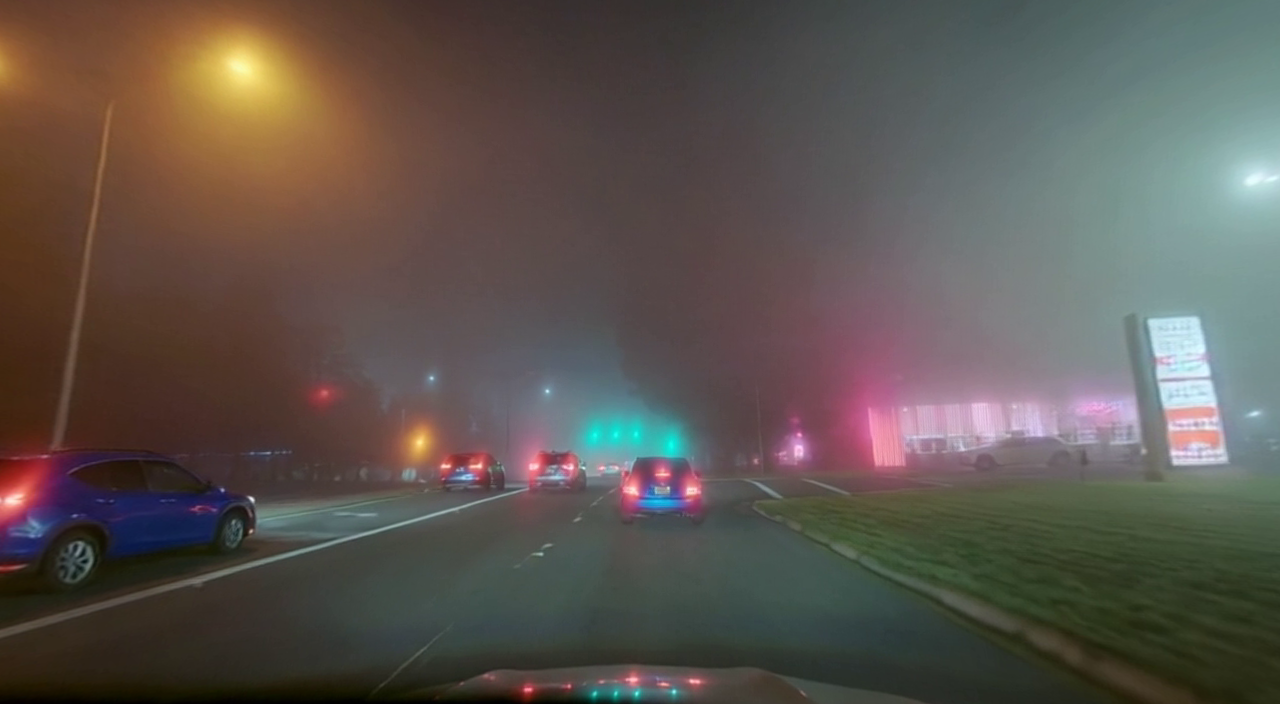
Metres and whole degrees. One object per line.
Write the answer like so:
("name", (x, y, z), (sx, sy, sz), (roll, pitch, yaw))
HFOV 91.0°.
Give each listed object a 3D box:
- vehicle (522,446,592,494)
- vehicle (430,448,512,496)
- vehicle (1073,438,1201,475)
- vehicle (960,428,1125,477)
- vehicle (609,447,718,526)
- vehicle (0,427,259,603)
("vehicle", (-3.221, 4.668, 25.332), (2.055, 1.725, 4.732), (0, -9, 1))
("vehicle", (-6.827, 4.862, 25.981), (2.032, 1.767, 4.549), (0, -9, 1))
("vehicle", (22.302, 4.700, 28.331), (4.220, 1.550, 1.935), (-9, -13, 43))
("vehicle", (18.066, 4.518, 28.524), (5.852, 1.962, 2.323), (-8, -11, 41))
("vehicle", (0.488, 2.889, 14.111), (2.091, 1.494, 3.962), (0, -9, 1))
("vehicle", (-7.062, 1.826, 7.766), (1.968, 1.657, 4.230), (0, -9, 1))
